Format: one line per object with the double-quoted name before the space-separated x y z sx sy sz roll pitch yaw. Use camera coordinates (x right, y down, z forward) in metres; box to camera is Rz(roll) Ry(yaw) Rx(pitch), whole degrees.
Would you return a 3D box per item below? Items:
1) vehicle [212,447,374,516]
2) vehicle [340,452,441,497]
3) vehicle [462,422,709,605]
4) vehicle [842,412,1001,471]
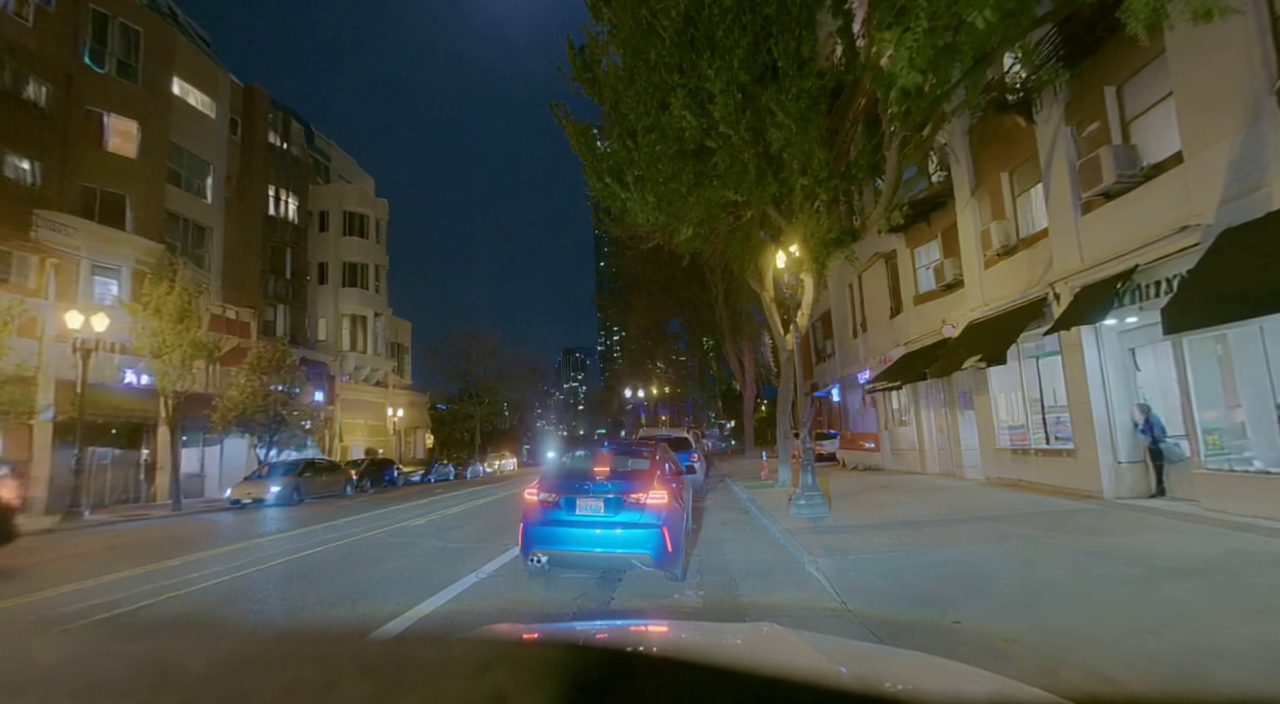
"vehicle" -11.009 4.069 20.589 2.081 1.718 5.342 -6 -9 3
"vehicle" -10.259 5.033 26.280 1.826 1.432 4.556 -7 -9 8
"vehicle" -0.277 1.634 7.289 1.939 1.478 3.922 -2 -8 9
"vehicle" 9.016 2.833 20.221 4.558 1.528 1.915 0 -8 -23
